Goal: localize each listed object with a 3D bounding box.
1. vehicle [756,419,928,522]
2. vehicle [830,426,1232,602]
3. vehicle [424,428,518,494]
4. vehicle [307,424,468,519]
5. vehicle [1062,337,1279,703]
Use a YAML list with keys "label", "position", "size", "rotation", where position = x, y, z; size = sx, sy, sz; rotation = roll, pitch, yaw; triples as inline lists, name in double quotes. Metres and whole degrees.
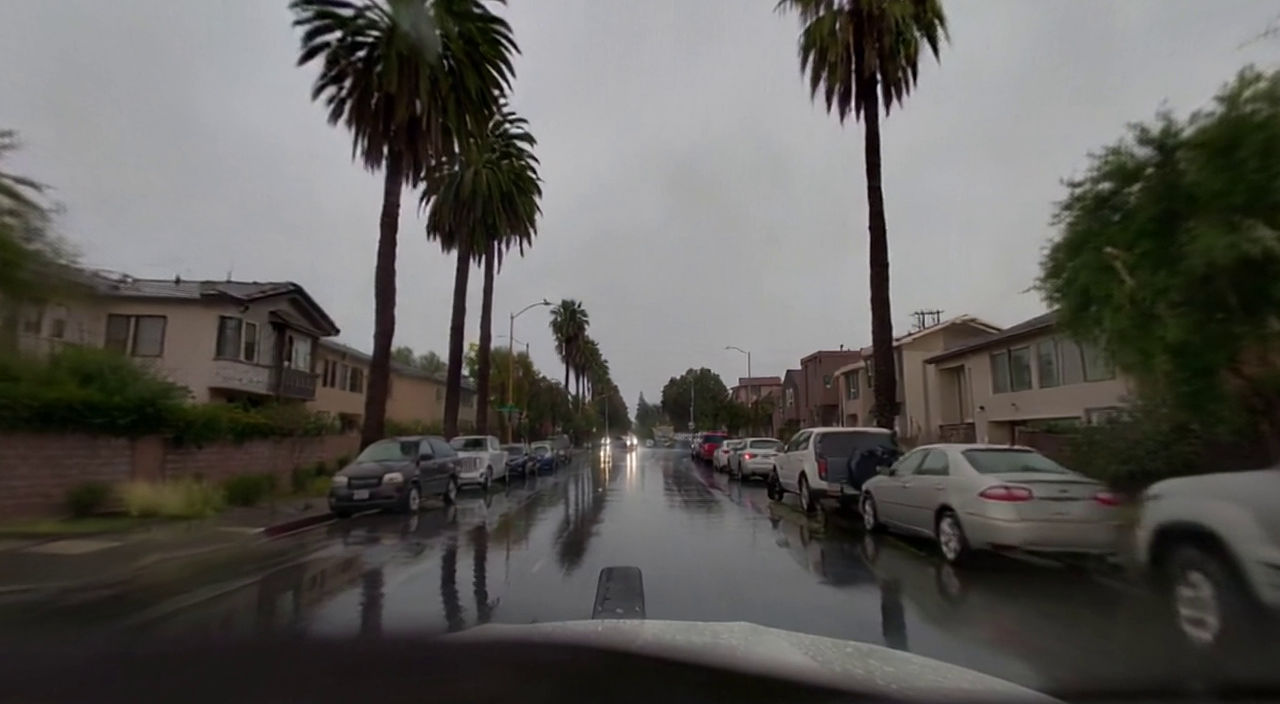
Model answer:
- label: "vehicle"
  position: [4.018, 2.442, 13.598]
  size: [2.116, 1.817, 4.652]
  rotation: [0, -8, -1]
- label: "vehicle"
  position: [4.153, 1.766, 7.999]
  size: [1.870, 1.506, 4.897]
  rotation: [0, -8, -1]
- label: "vehicle"
  position: [-5.321, 3.485, 20.658]
  size: [1.963, 1.859, 4.884]
  rotation: [0, -8, -3]
- label: "vehicle"
  position: [-5.505, 2.639, 14.508]
  size: [1.947, 1.803, 4.381]
  rotation: [0, -8, -1]
- label: "vehicle"
  position: [4.107, 0.761, 2.254]
  size: [1.964, 1.889, 4.708]
  rotation: [0, -8, 1]
